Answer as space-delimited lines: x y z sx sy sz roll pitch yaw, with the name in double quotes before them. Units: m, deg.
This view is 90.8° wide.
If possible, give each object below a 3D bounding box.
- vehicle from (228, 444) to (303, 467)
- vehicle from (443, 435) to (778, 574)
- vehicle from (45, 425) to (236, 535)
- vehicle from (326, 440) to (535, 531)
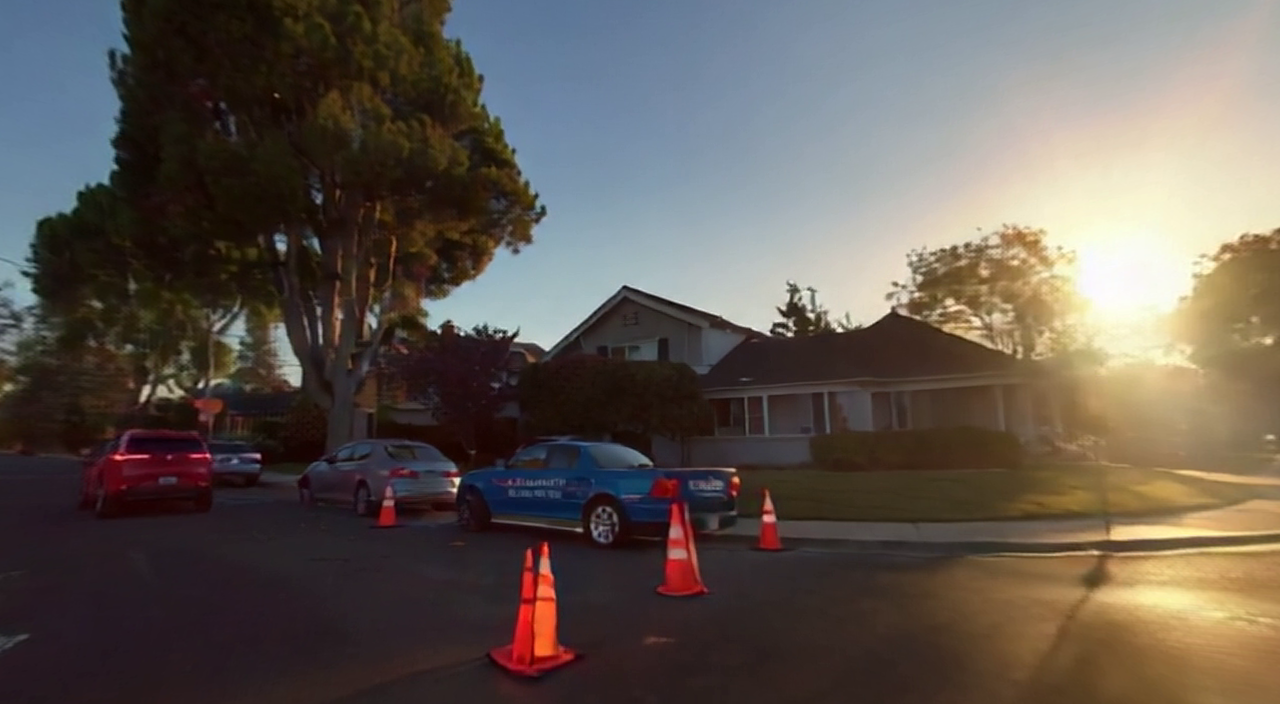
"vehicle" -28.047 7.736 47.405 4.486 1.629 1.792 8 -11 -43
"vehicle" -0.647 2.049 9.503 4.710 1.515 2.400 -8 -12 43
"vehicle" -9.968 2.405 12.506 4.094 1.748 2.350 -8 -12 44
"vehicle" -4.562 2.634 13.301 5.022 1.497 1.996 -7 -10 43
